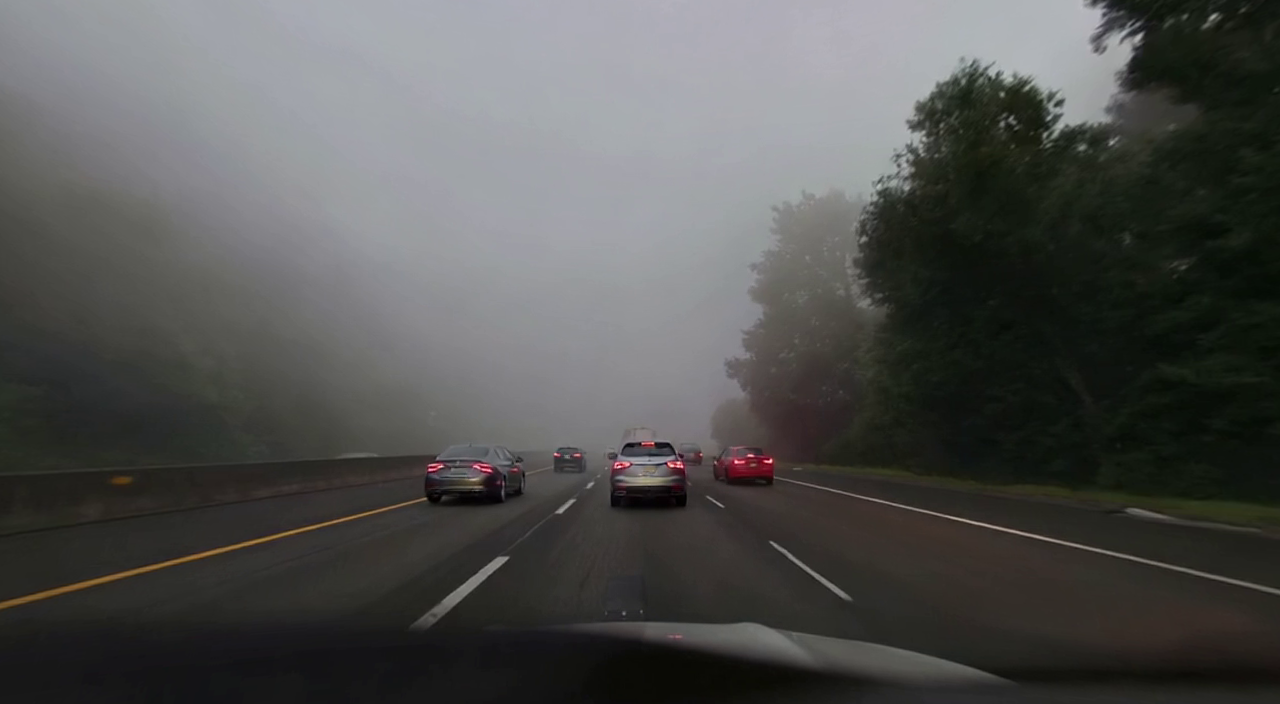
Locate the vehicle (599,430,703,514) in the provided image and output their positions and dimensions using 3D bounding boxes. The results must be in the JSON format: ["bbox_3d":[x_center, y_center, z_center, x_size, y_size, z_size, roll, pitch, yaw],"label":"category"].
[{"bbox_3d":[0.223,2.731,14.725,2.093,1.695,3.782,0,-9,0],"label":"vehicle"}]

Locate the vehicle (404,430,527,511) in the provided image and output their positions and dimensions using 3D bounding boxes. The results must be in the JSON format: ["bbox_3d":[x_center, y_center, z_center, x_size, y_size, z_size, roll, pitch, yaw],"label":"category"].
[{"bbox_3d":[-4.110,2.855,15.540,1.890,1.708,3.844,0,-9,0],"label":"vehicle"}]

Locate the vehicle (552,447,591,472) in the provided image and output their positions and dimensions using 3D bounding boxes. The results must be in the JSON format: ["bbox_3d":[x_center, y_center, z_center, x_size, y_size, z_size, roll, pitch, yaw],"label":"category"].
[{"bbox_3d":[-4.091,6.507,38.286,1.910,1.468,3.781,0,-9,1],"label":"vehicle"}]

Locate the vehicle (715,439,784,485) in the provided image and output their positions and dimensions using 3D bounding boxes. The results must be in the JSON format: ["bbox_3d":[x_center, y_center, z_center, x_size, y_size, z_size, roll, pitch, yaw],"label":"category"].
[{"bbox_3d":[4.120,4.205,24.254,1.905,1.590,3.746,0,-9,-1],"label":"vehicle"}]
